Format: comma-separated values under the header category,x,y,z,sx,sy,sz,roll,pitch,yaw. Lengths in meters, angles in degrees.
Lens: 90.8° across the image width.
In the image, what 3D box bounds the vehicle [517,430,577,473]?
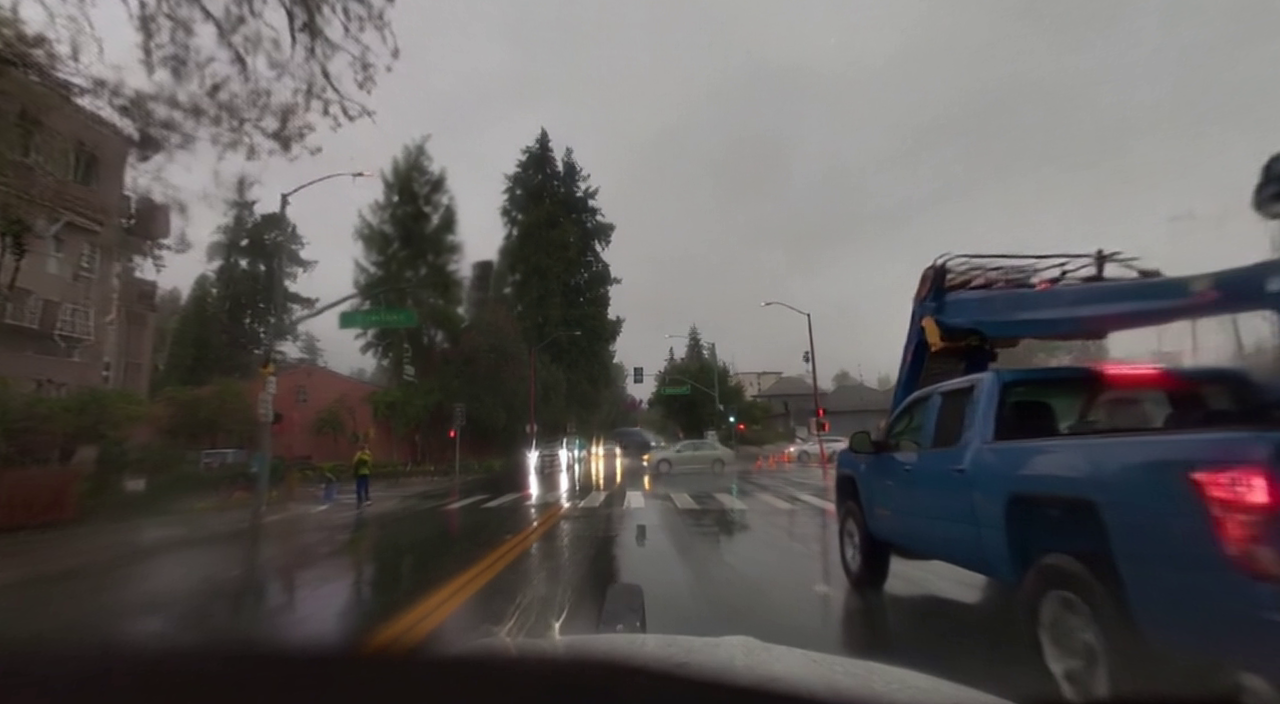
category,x,y,z,sx,sy,sz,roll,pitch,yaw
vehicle,-5.970,6.571,41.722,2.896,2.560,7.322,0,-9,0

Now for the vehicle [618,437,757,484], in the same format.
category,x,y,z,sx,sy,sz,roll,pitch,yaw
vehicle,1.755,4.031,23.800,4.771,1.630,1.979,3,-9,-18

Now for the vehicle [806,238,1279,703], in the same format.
category,x,y,z,sx,sy,sz,roll,pitch,yaw
vehicle,3.069,1.045,4.564,2.177,2.015,5.463,0,-9,-1
